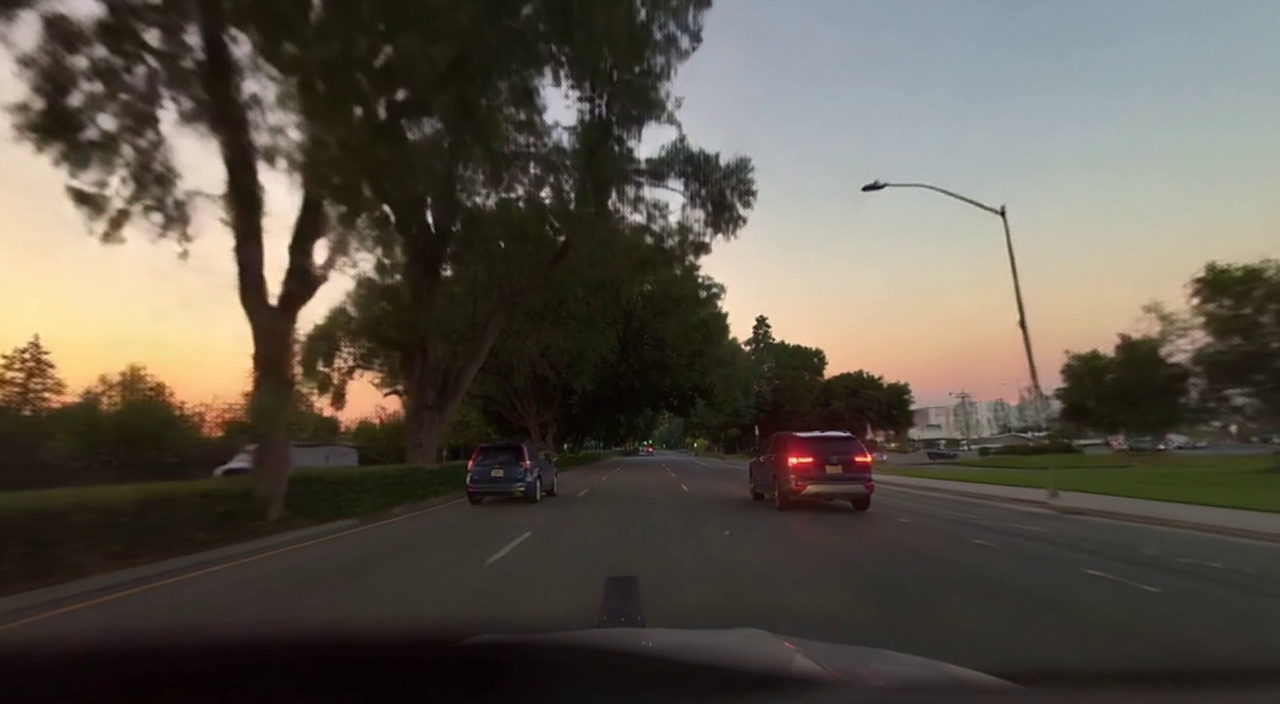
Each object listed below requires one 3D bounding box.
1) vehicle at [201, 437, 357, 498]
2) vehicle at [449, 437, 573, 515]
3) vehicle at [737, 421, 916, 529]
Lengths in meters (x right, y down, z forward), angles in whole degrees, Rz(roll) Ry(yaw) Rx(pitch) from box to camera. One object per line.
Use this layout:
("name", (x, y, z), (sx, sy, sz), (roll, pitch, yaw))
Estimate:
("vehicle", (-19.478, 6.256, 34.923), (2.891, 2.907, 9.406), (0, -9, 1))
("vehicle", (-2.961, 2.948, 15.457), (2.025, 1.635, 4.293), (0, -9, 2))
("vehicle", (3.481, 2.422, 12.966), (2.087, 1.759, 5.040), (0, -9, -1))
